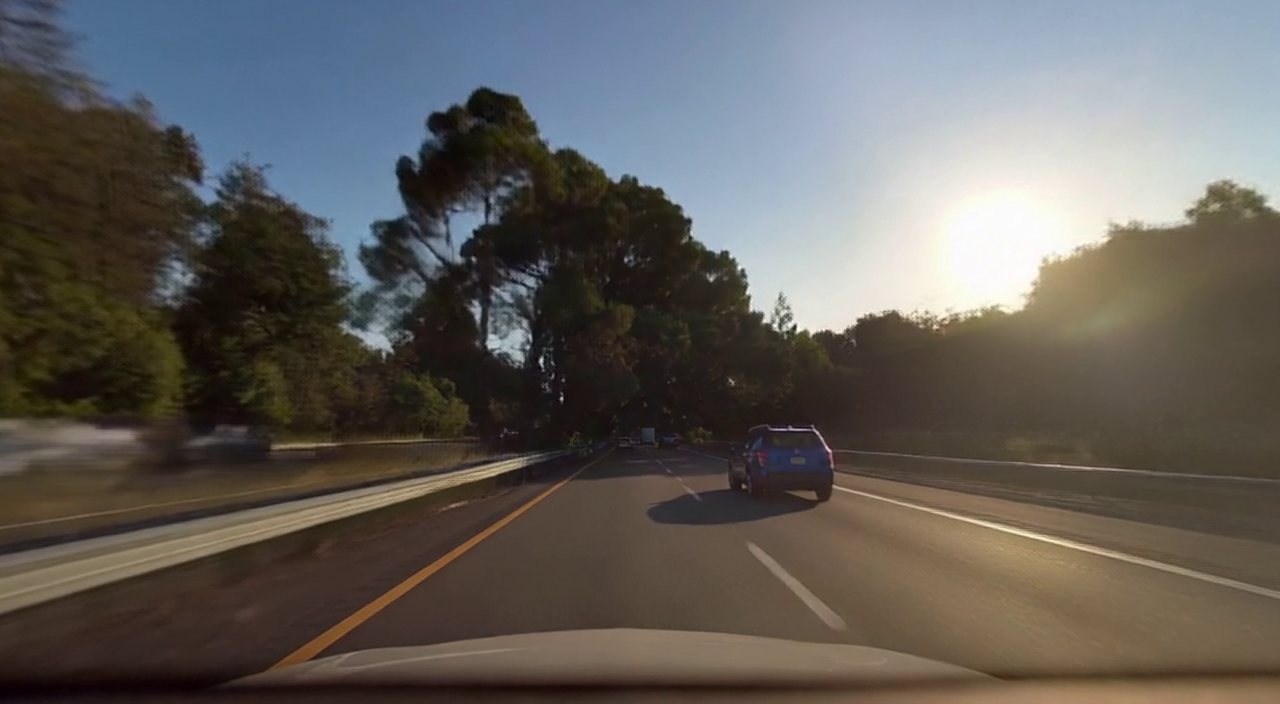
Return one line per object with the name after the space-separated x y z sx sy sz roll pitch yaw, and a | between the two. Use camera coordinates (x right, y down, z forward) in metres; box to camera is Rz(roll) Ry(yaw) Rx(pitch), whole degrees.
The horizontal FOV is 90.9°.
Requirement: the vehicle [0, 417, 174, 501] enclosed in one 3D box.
-12.036 2.106 12.735 1.902 1.436 4.512 0 -8 -2 | vehicle

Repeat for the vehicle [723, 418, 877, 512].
3.186 2.342 13.677 2.085 1.681 4.436 0 -8 -1 | vehicle
